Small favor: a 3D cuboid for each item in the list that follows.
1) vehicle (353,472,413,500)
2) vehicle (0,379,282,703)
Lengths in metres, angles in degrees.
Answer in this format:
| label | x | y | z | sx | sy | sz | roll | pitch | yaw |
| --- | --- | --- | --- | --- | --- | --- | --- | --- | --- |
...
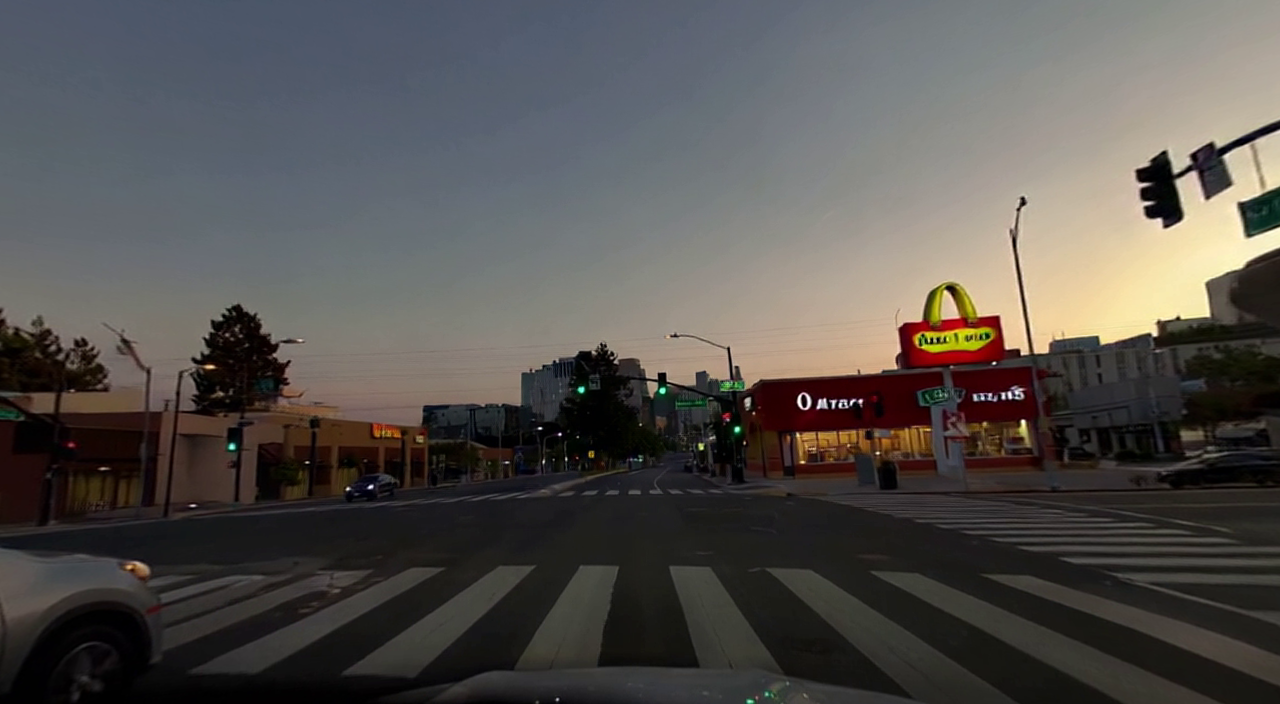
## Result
| label | x | y | z | sx | sy | sz | roll | pitch | yaw |
| --- | --- | --- | --- | --- | --- | --- | --- | --- | --- |
| vehicle | -15.820 | 8.246 | 39.031 | 1.931 | 1.471 | 4.152 | 0 | -9 | 1 |
| vehicle | -3.386 | 0.832 | 1.640 | 2.081 | 1.644 | 4.523 | 0 | -9 | 2 |
